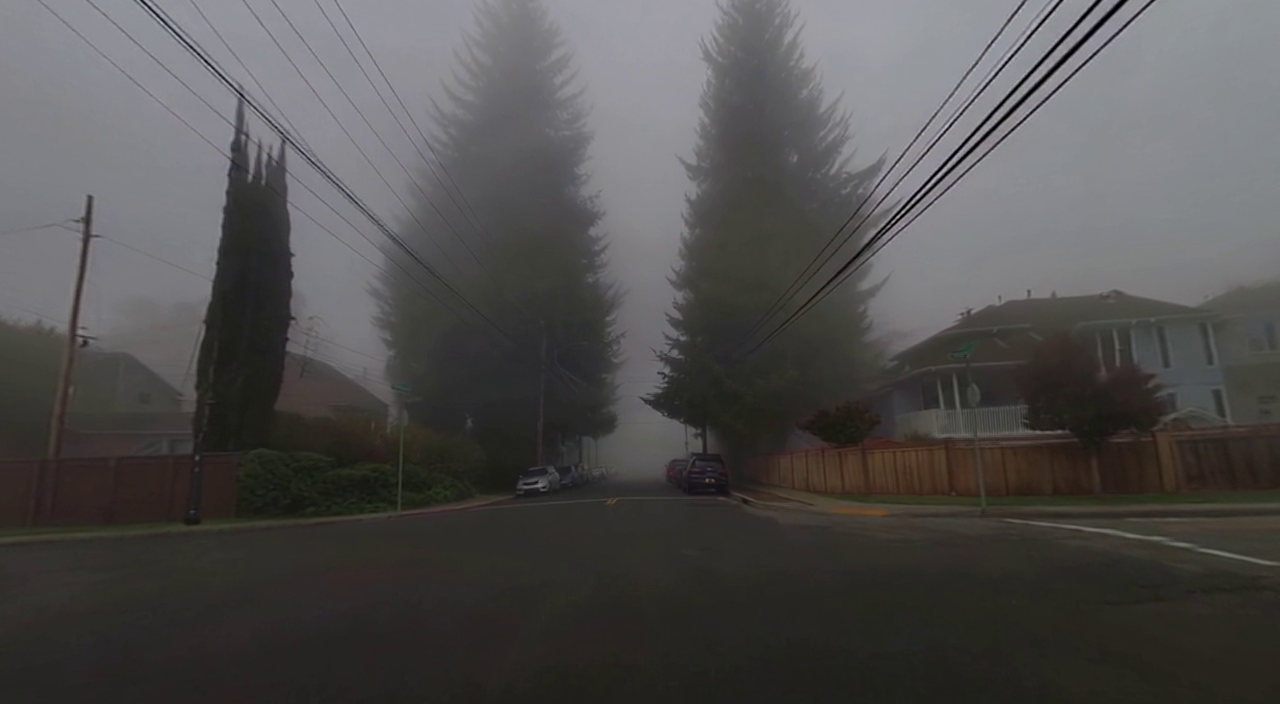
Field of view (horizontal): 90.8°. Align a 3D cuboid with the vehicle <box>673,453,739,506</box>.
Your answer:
[{"bbox_3d":[2.592,5.115,25.824,2.051,1.874,4.459,0,-8,-2],"label":"vehicle"}]

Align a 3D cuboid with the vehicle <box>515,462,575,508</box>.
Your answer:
[{"bbox_3d":[-4.294,6.095,29.327,2.189,1.771,4.571,0,-8,-1],"label":"vehicle"}]
